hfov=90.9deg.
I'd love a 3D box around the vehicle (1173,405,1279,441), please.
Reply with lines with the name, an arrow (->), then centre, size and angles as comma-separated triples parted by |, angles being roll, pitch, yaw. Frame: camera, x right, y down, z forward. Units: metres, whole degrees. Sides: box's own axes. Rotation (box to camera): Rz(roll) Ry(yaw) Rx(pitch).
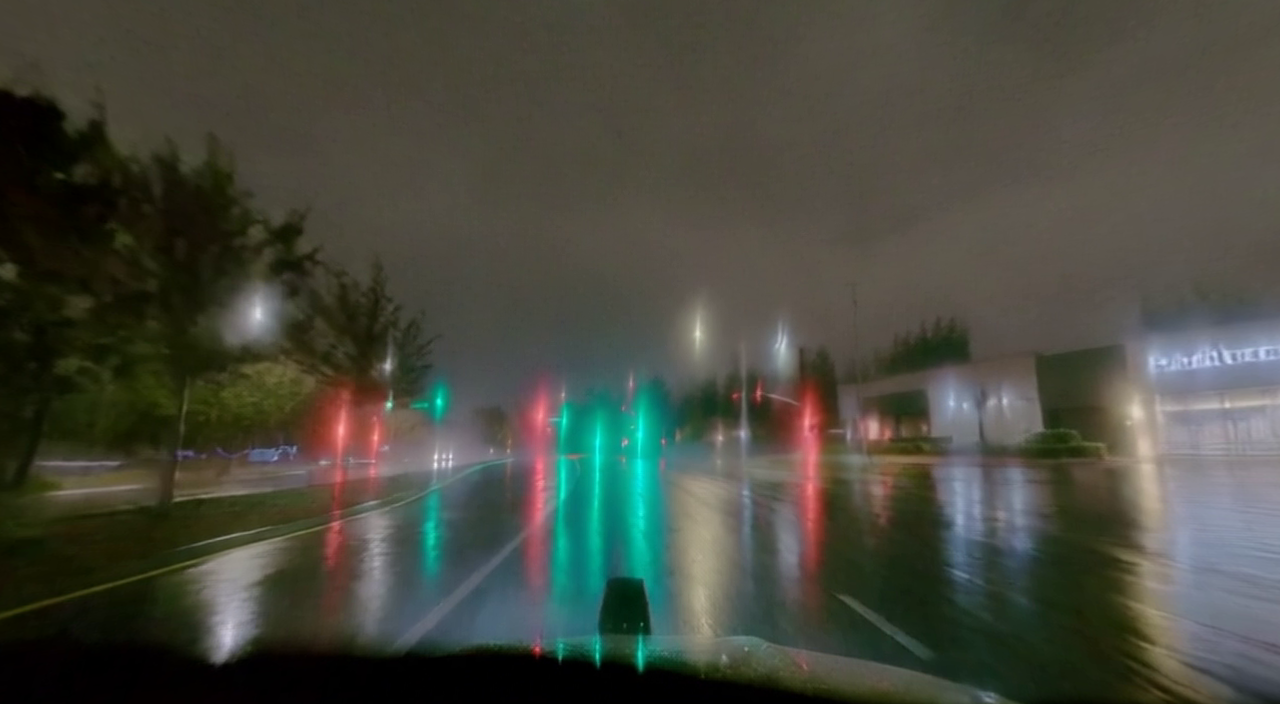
vehicle -> 27.889, 3.377, 29.485 | 1.808, 1.485, 4.467 | 1, -8, -3
